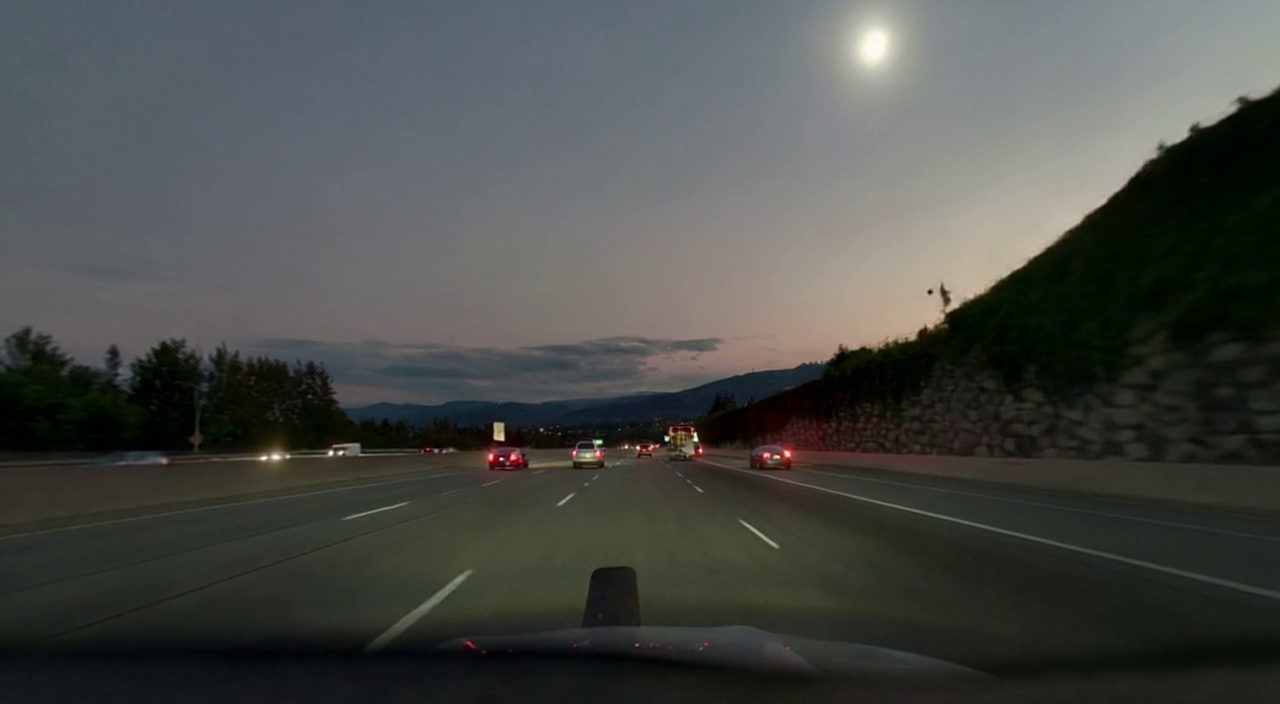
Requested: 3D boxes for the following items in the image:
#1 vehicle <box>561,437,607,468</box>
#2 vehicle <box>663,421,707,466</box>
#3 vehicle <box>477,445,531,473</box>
[{"bbox_3d":[-3.904,7.155,45.061,2.720,2.041,5.432,0,-8,1],"label":"vehicle"},{"bbox_3d":[3.305,7.027,48.381,2.795,3.187,7.205,0,-8,0],"label":"vehicle"},{"bbox_3d":[-7.821,6.158,36.735,2.102,1.522,4.394,0,-8,0],"label":"vehicle"}]
